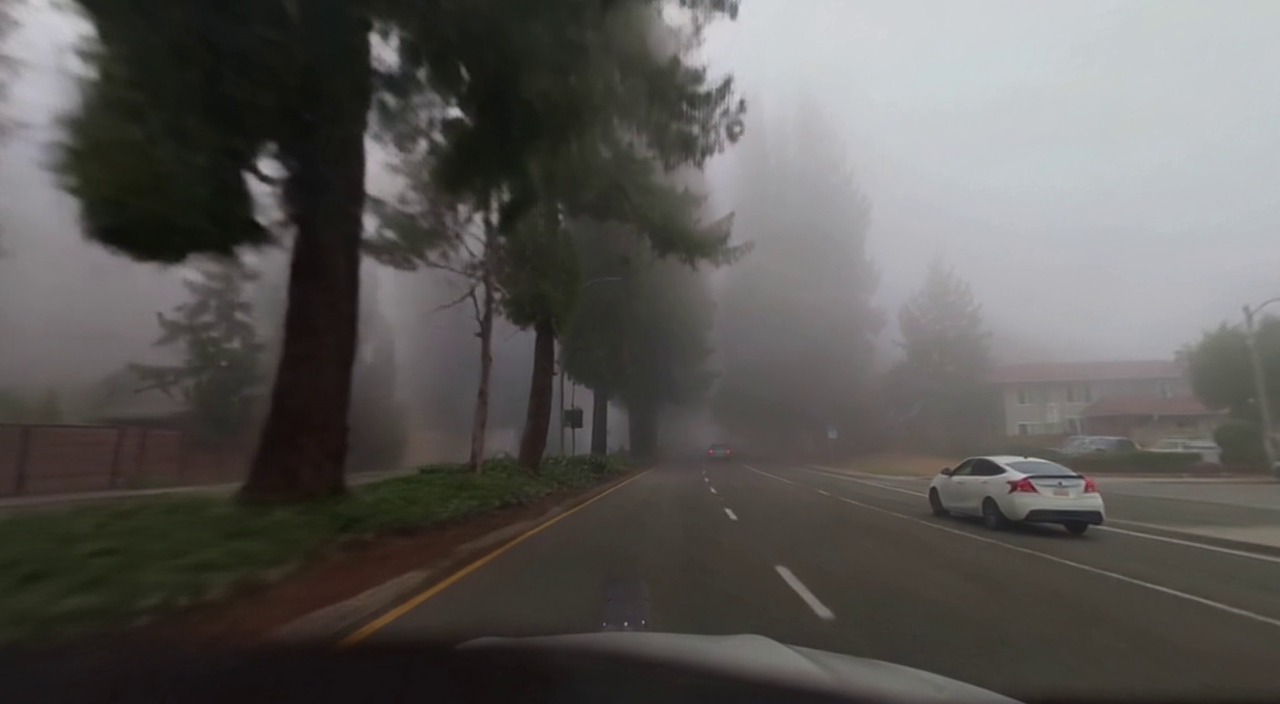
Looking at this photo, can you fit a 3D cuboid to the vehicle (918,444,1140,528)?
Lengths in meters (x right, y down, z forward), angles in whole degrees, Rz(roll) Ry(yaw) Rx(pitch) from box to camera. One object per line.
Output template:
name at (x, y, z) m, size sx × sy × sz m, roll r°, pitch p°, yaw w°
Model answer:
vehicle at (7.782, 2.678, 13.260) m, size 1.855 × 1.444 × 4.389 m, roll 0°, pitch -8°, yaw 0°
